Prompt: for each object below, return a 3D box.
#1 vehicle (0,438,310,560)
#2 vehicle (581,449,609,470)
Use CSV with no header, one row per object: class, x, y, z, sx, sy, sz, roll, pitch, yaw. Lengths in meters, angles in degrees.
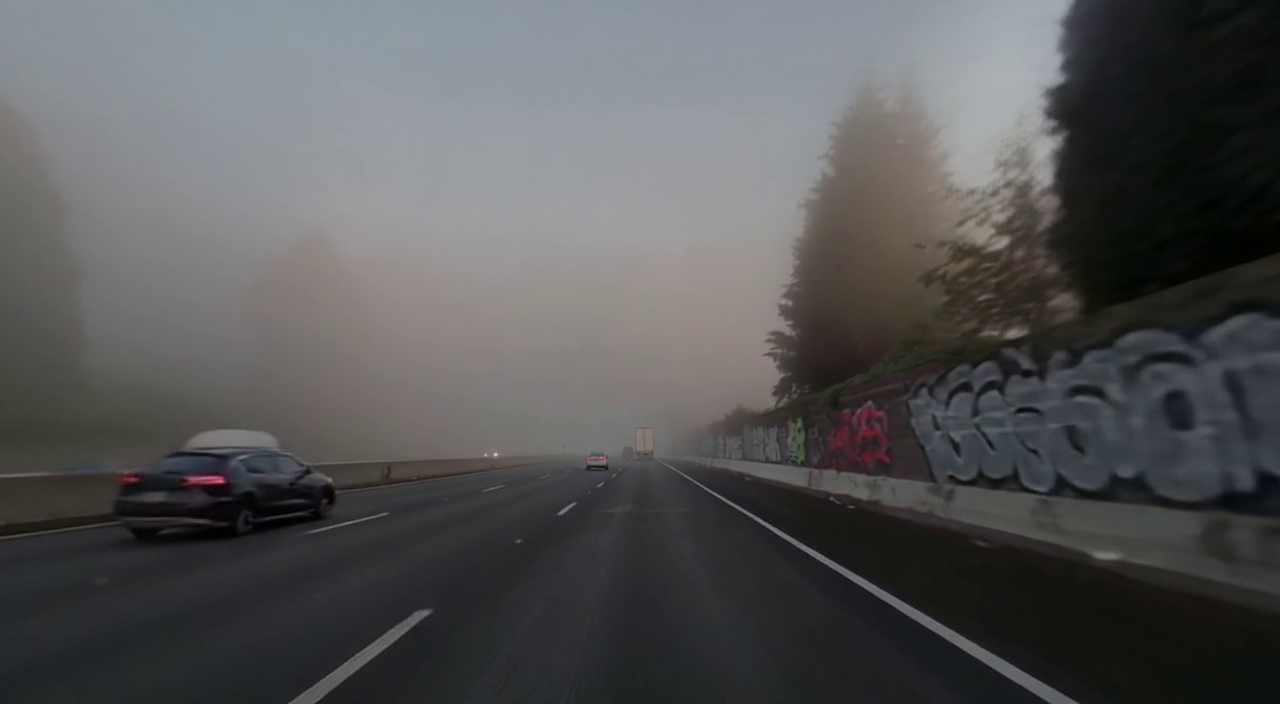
vehicle,-6.613,2.000,9.095,2.027,1.431,3.033,0,-9,0
vehicle,-3.330,8.137,47.767,1.803,1.466,4.509,0,-9,0
